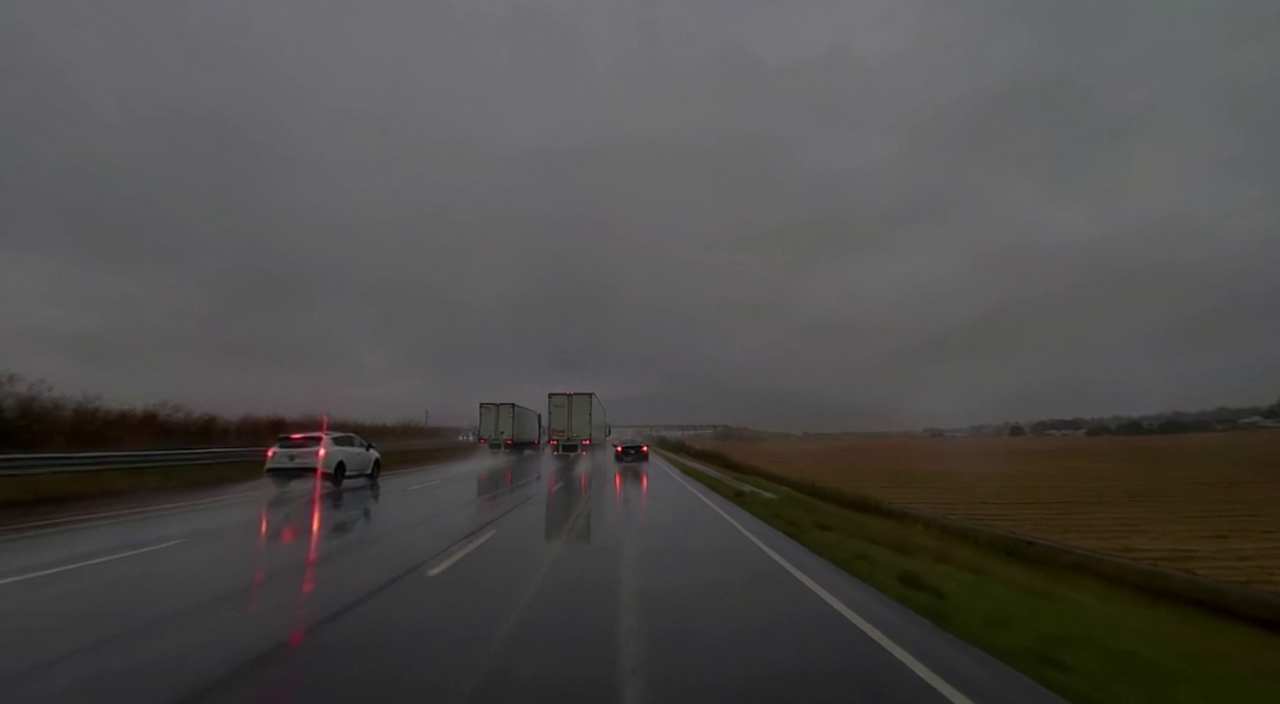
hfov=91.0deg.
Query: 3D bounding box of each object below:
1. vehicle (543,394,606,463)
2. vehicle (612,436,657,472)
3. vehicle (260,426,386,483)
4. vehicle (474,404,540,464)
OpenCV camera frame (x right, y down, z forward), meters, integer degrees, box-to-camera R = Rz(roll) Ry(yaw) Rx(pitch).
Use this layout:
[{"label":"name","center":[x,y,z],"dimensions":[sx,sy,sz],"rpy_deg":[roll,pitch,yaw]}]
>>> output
[{"label":"vehicle","center":[-4.312,5.741,45.886],"dimensions":[3.475,4.037,17.454],"rpy_deg":[0,-8,-2]},{"label":"vehicle","center":[-0.305,4.489,27.960],"dimensions":[1.891,1.477,3.599],"rpy_deg":[0,-8,-2]},{"label":"vehicle","center":[-11.369,3.686,23.041],"dimensions":[2.153,1.841,4.790],"rpy_deg":[0,-8,-1]},{"label":"vehicle","center":[-8.191,5.213,39.673],"dimensions":[2.728,3.405,7.096],"rpy_deg":[0,-8,-2]}]
